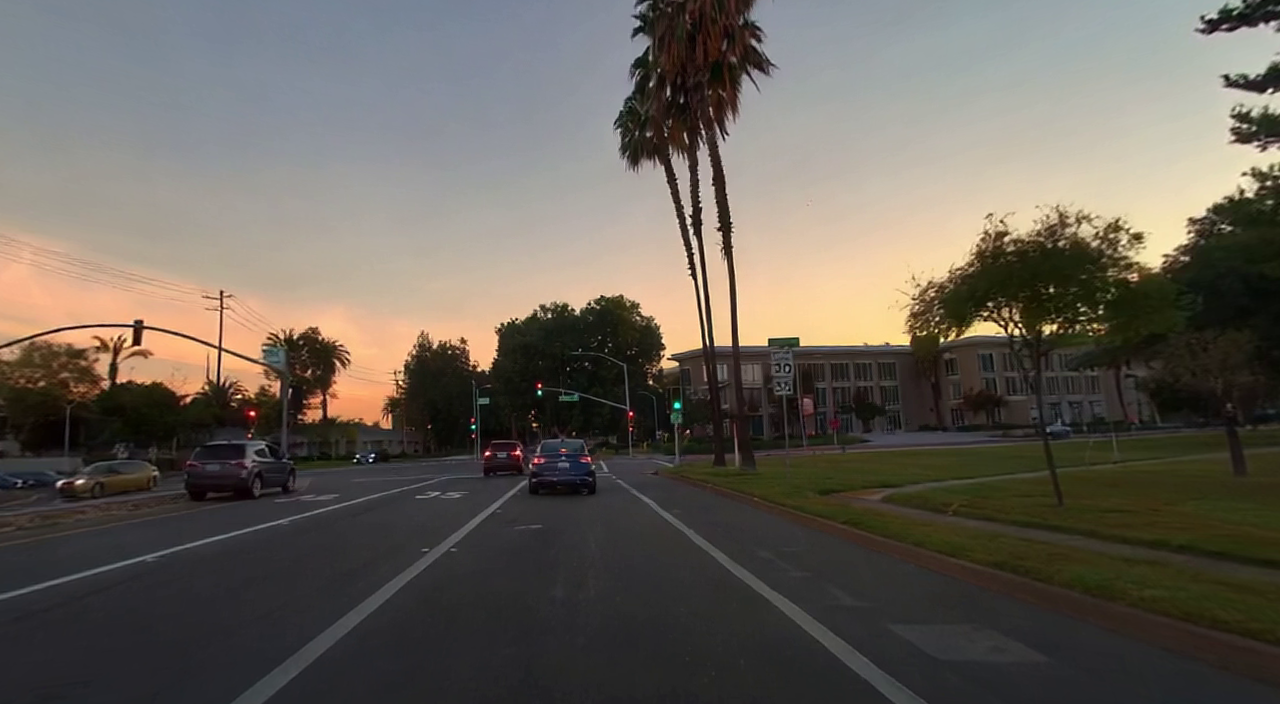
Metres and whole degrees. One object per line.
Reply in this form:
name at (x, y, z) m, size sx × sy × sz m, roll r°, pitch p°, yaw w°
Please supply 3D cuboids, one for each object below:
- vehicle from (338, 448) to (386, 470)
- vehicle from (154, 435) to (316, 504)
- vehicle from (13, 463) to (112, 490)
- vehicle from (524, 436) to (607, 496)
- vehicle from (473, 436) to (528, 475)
vehicle at (-20.461, 7.893, 46.708) m, size 1.879 × 1.496 × 4.510 m, roll 0°, pitch -9°, yaw -5°
vehicle at (-12.146, 3.524, 19.449) m, size 2.050 × 1.811 × 4.752 m, roll 0°, pitch -8°, yaw -4°
vehicle at (-37.377, 8.074, 40.983) m, size 4.276 × 1.576 × 1.917 m, roll 1°, pitch -9°, yaw -7°
vehicle at (-2.116, 3.189, 18.125) m, size 2.063 × 1.474 × 4.334 m, roll 1°, pitch -9°, yaw -7°
vehicle at (-6.533, 4.891, 30.039) m, size 2.077 × 1.715 × 3.903 m, roll 1°, pitch -9°, yaw -6°
